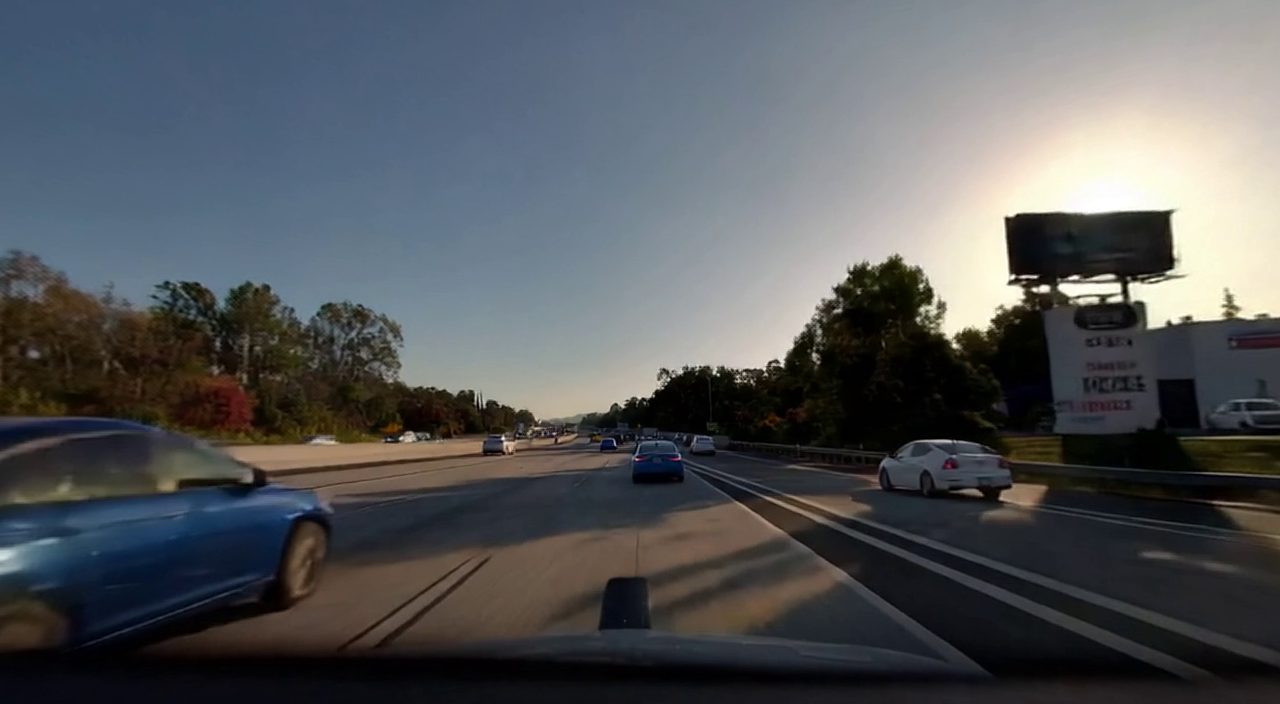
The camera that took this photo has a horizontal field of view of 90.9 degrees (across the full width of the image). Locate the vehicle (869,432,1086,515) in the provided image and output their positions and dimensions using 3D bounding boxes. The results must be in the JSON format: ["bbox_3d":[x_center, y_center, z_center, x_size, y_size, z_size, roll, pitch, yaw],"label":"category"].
[{"bbox_3d":[6.715,2.450,13.244,2.030,1.442,4.358,0,-8,-2],"label":"vehicle"}]

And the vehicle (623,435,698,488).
[{"bbox_3d":[0.566,3.398,19.890,2.113,1.464,4.073,0,-8,0],"label":"vehicle"}]

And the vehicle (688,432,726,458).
[{"bbox_3d":[4.930,6.962,47.163,2.261,1.781,4.709,0,-8,-1],"label":"vehicle"}]

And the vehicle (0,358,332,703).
[{"bbox_3d":[-3.616,0.840,2.713,1.927,1.586,5.142,0,-8,1],"label":"vehicle"}]

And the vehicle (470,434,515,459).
[{"bbox_3d":[-10.268,6.632,44.264,1.950,1.664,4.403,0,-8,2],"label":"vehicle"}]
